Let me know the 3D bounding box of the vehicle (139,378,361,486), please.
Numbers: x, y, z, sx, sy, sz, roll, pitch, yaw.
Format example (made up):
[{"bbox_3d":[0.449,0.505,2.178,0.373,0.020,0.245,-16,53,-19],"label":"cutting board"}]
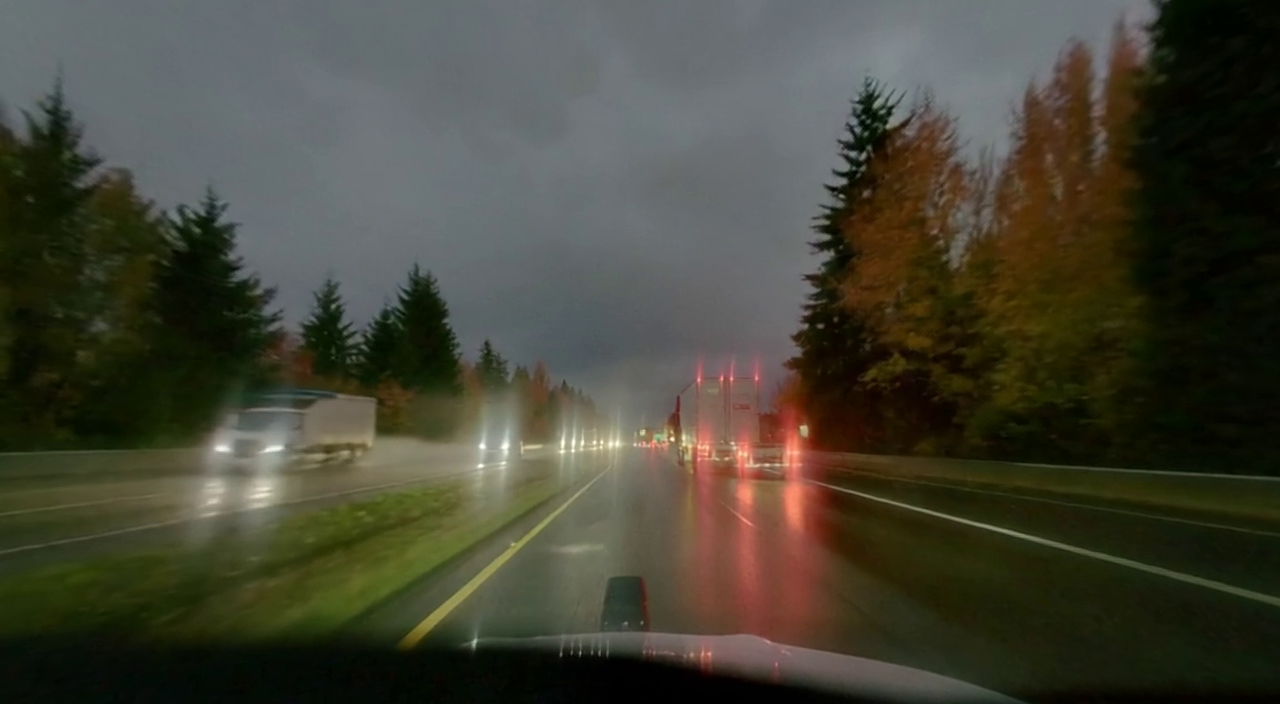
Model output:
[{"bbox_3d":[-11.379,2.502,19.346,2.322,2.720,6.848,0,-8,1],"label":"vehicle"}]

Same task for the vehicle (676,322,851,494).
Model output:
[{"bbox_3d":[3.482,2.366,22.770,3.691,4.331,13.909,0,-8,1],"label":"vehicle"}]

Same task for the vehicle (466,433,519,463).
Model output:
[{"bbox_3d":[-7.831,5.133,33.788,1.874,1.531,3.918,0,-8,1],"label":"vehicle"}]
